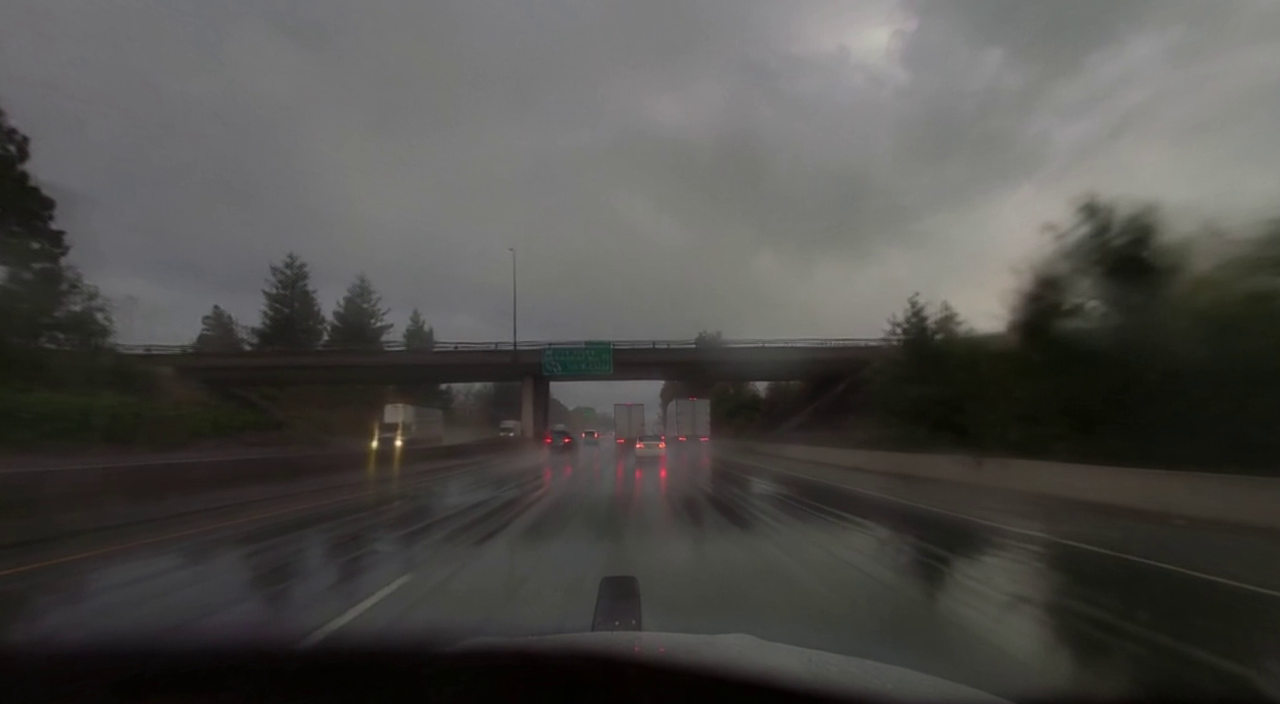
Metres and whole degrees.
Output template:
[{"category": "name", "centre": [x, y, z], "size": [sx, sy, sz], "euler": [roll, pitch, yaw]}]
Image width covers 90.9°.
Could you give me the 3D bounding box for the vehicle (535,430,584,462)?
[{"category": "vehicle", "centre": [-4.040, 4.811, 32.477], "size": [1.979, 1.527, 4.754], "euler": [0, -8, -1]}]

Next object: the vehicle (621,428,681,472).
[{"category": "vehicle", "centre": [0.328, 3.629, 23.578], "size": [2.059, 1.522, 3.693], "euler": [0, -8, -2]}]
